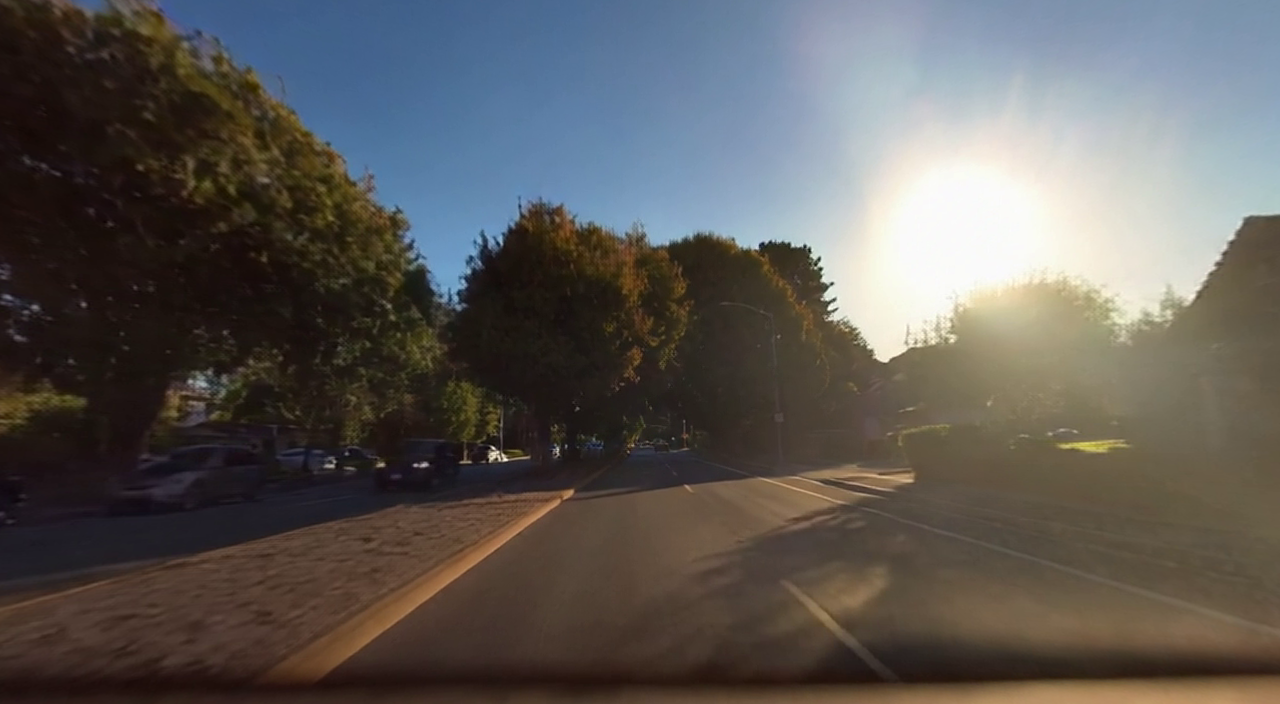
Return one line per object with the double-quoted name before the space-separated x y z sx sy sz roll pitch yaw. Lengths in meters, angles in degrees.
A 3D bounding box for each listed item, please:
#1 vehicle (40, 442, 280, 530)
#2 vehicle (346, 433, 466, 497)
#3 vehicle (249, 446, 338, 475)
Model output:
"vehicle" -10.486 2.900 14.323 2.006 1.672 4.314 0 -9 0
"vehicle" -7.024 3.423 19.488 2.000 1.738 4.251 0 -9 1
"vehicle" -22.388 7.021 40.838 4.530 1.769 2.003 0 -9 1
